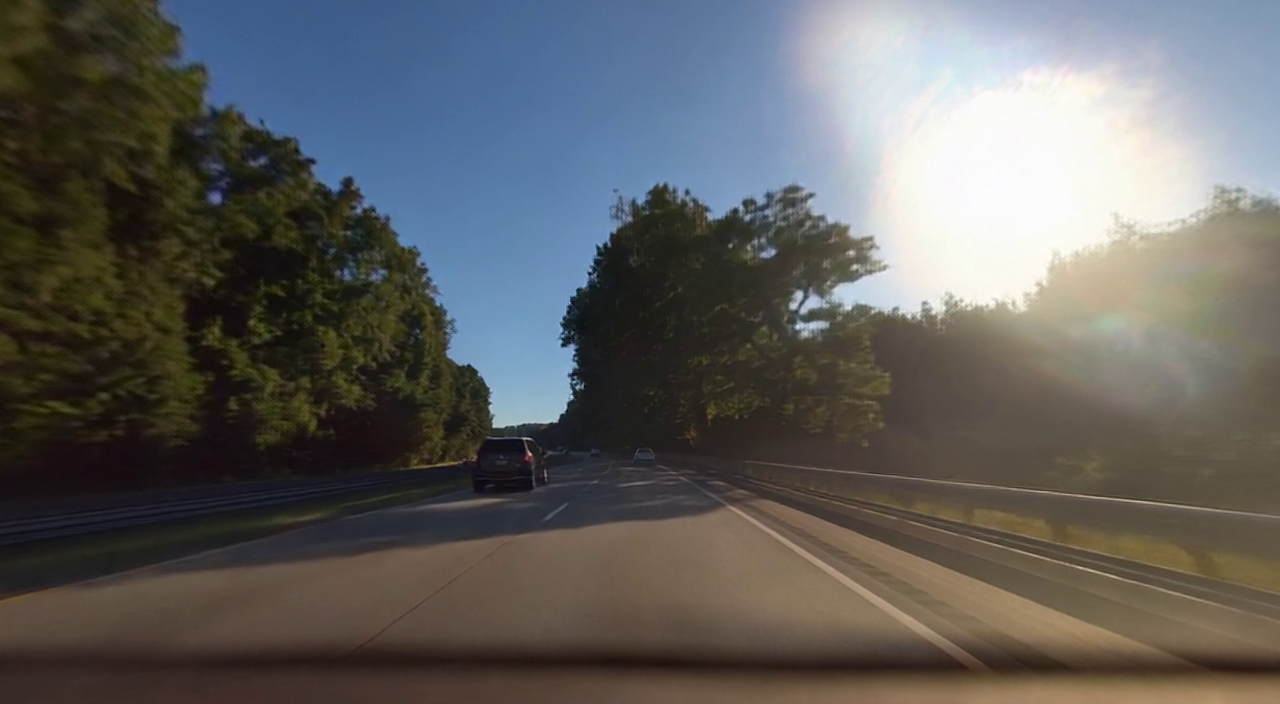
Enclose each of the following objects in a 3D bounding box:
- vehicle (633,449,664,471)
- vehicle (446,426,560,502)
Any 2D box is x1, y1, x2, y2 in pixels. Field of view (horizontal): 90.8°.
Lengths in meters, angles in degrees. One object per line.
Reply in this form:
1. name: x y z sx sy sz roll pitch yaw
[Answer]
1. vehicle: 0.601 7.468 43.846 2.046 1.452 4.407 0 -9 0
2. vehicle: -4.008 3.395 19.538 2.418 2.049 4.930 0 -9 0
